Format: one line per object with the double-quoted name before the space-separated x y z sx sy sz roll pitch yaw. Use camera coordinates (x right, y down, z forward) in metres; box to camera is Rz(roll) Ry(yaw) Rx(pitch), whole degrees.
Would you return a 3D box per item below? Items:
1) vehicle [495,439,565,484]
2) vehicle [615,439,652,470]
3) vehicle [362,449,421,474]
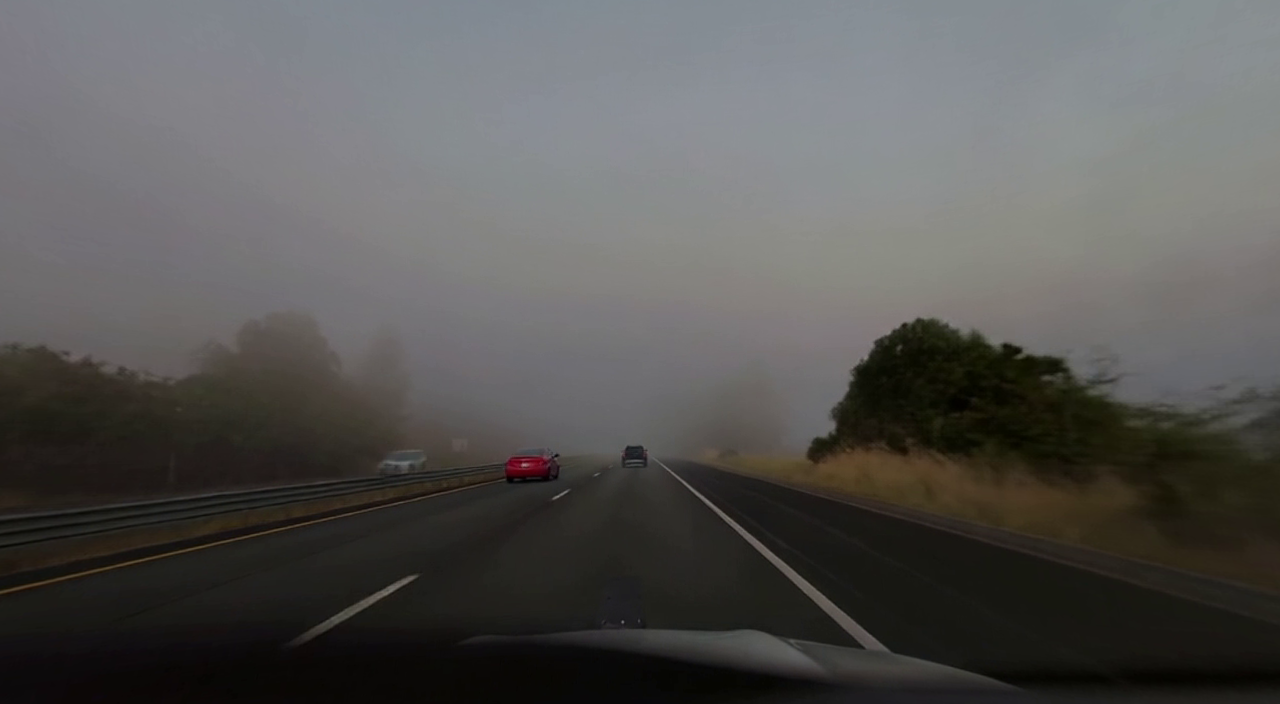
"vehicle" -4.450 4.506 26.167 2.113 1.656 4.215 0 -9 1
"vehicle" -0.379 6.204 38.253 2.126 1.786 3.958 0 -9 0
"vehicle" -17.362 7.677 44.336 2.029 1.663 4.989 0 -9 1
